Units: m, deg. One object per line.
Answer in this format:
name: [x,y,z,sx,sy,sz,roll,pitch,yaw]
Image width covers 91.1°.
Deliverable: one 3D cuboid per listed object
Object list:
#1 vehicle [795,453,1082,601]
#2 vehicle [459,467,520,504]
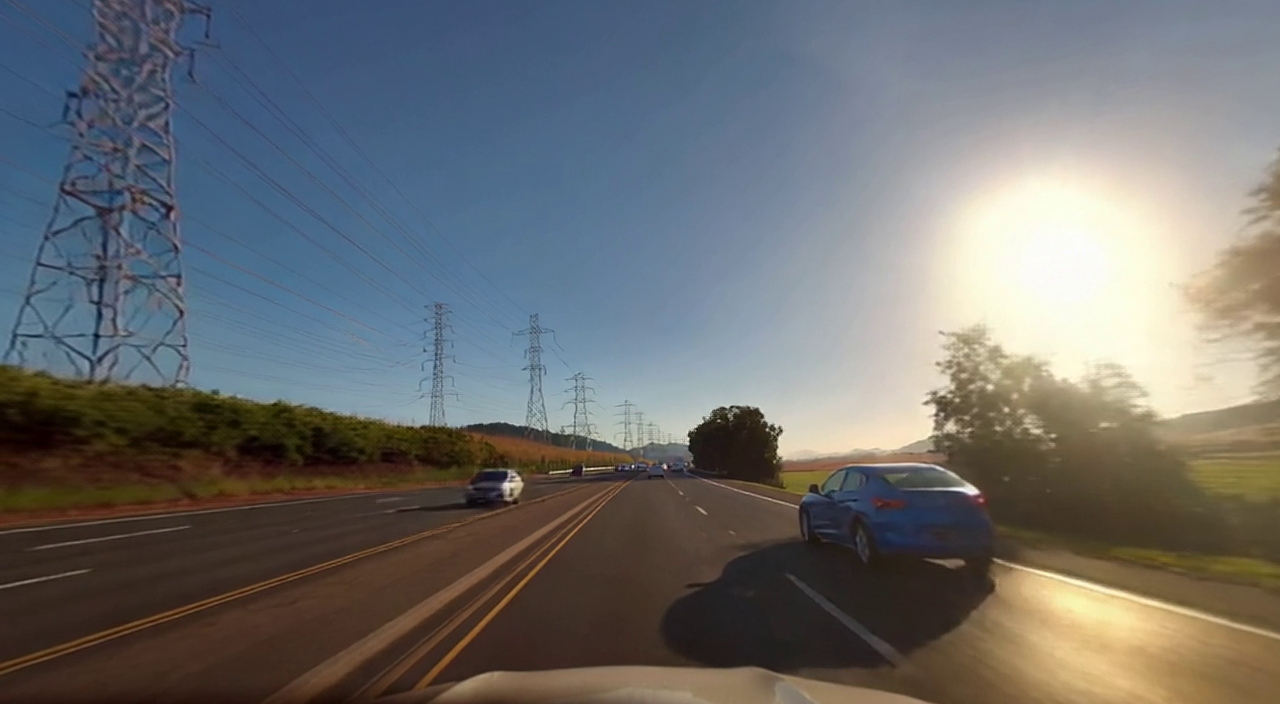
vehicle: [3.674,2.226,8.702,1.985,1.521,3.904,1,-10,-1]
vehicle: [-7.291,6.515,30.849,1.919,1.640,4.120,1,-10,1]
